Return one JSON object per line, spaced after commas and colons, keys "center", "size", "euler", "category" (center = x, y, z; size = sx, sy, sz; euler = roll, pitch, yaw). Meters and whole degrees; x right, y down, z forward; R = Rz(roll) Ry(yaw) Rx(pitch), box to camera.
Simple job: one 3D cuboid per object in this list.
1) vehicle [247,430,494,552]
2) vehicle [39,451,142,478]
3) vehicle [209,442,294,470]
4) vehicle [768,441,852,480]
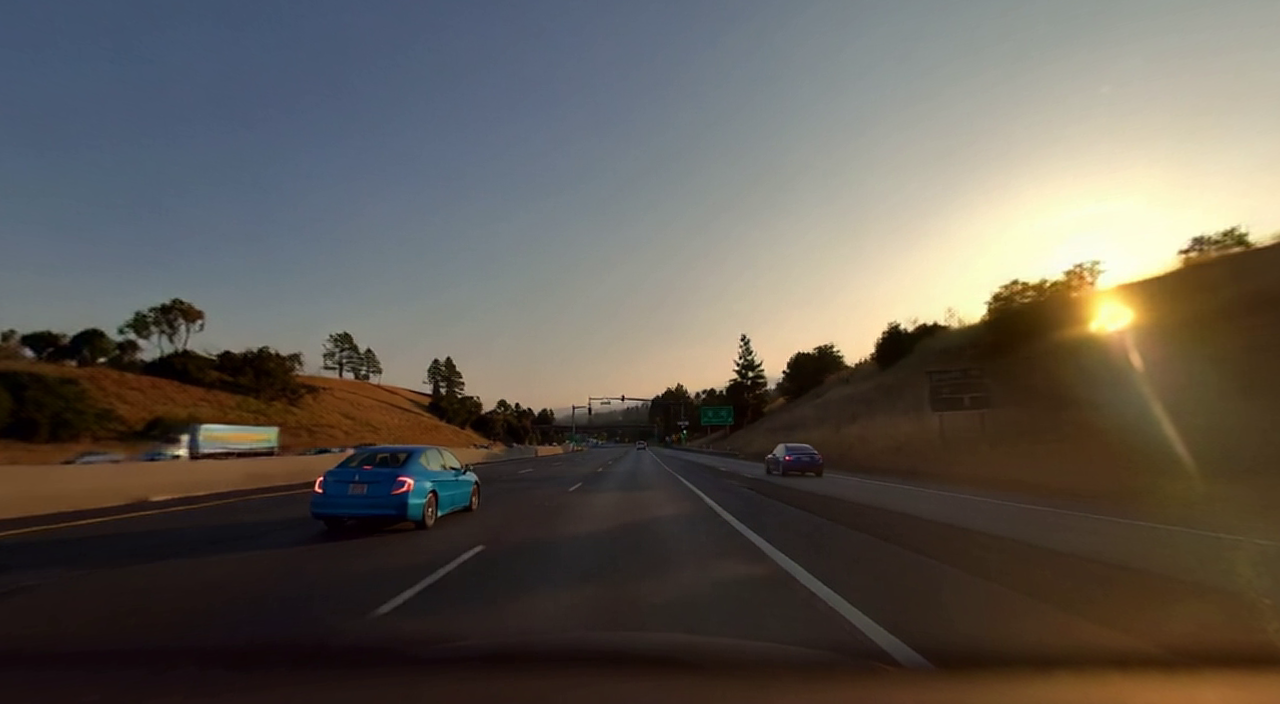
{"center": [-3.931, 2.098, 10.224], "size": [1.987, 1.516, 4.478], "euler": [0, -9, 0], "category": "vehicle"}
{"center": [-32.272, 6.572, 37.171], "size": [1.918, 1.446, 4.623], "euler": [0, -9, 0], "category": "vehicle"}
{"center": [-27.868, 7.484, 45.477], "size": [2.407, 1.859, 5.897], "euler": [0, -9, 0], "category": "vehicle"}
{"center": [7.006, 4.511, 26.515], "size": [2.049, 1.481, 4.774], "euler": [0, -9, -2], "category": "vehicle"}
